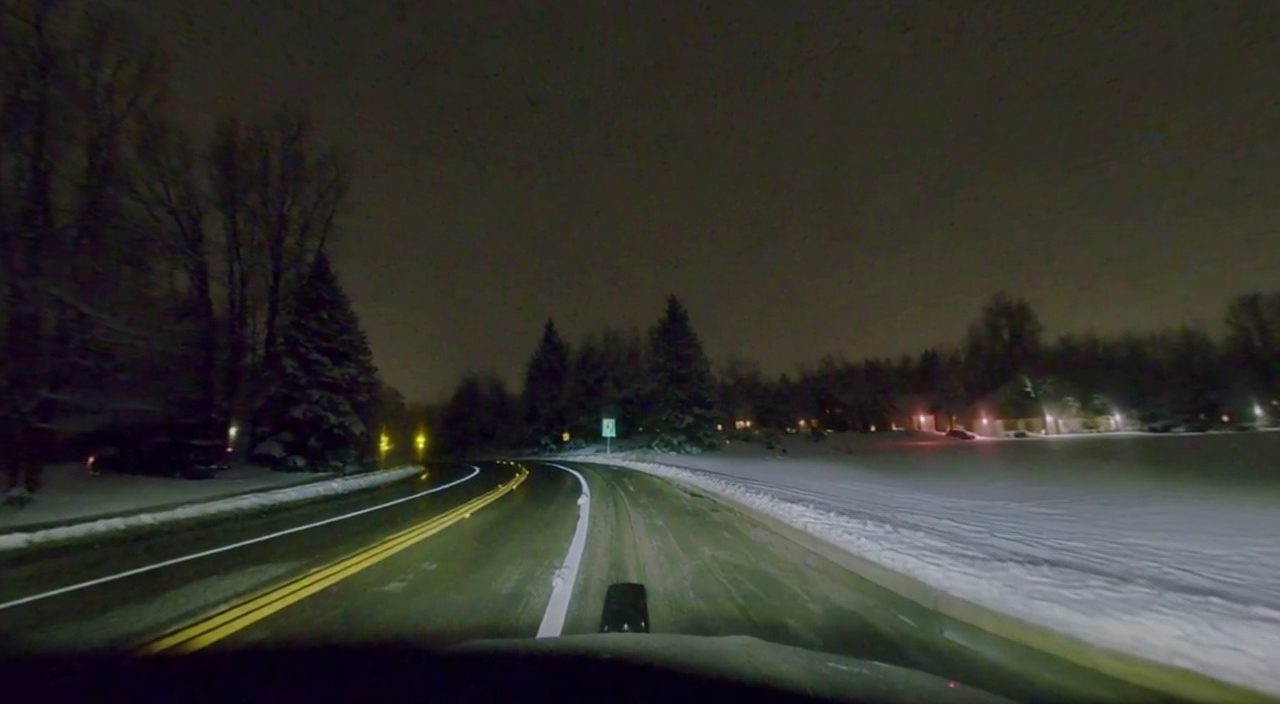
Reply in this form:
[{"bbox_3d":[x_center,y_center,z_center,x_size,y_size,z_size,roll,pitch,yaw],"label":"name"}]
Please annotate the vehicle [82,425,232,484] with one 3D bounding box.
[{"bbox_3d":[-17.882,3.772,23.357,4.699,1.996,2.116,-4,-9,21],"label":"vehicle"}]
